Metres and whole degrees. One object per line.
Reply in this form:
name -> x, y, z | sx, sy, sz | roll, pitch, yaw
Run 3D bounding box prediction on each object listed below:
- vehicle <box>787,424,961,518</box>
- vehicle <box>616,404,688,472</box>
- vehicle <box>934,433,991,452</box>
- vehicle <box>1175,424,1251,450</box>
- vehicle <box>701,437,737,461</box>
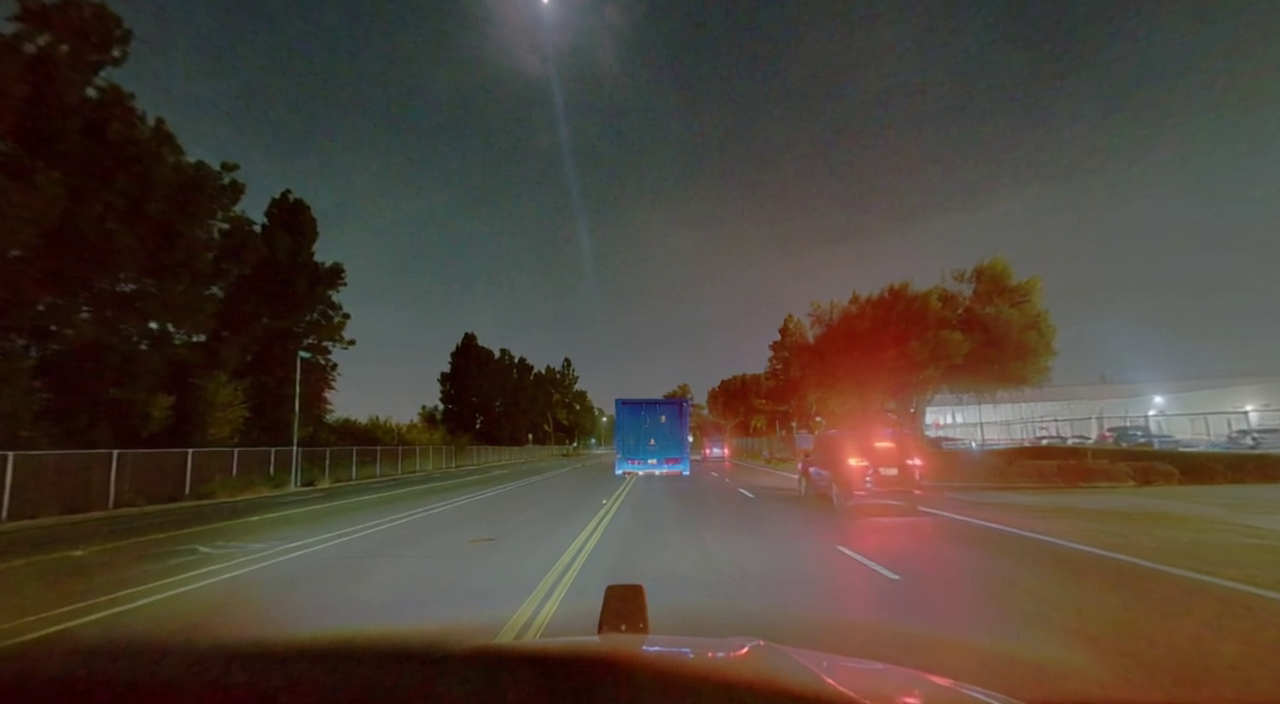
vehicle -> 4.708, 2.462, 13.576 | 2.076, 1.661, 4.524 | 0, -8, 1
vehicle -> 0.643, 4.343, 31.662 | 3.197, 2.963, 7.055 | 0, -8, 2
vehicle -> 23.614, 6.669, 46.200 | 3.251, 1.321, 1.555 | -1, -8, 0
vehicle -> 43.801, 6.528, 48.370 | 2.050, 1.801, 5.143 | -5, -8, 15
vehicle -> 5.729, 7.103, 46.257 | 2.151, 1.662, 4.543 | 0, -8, 0
